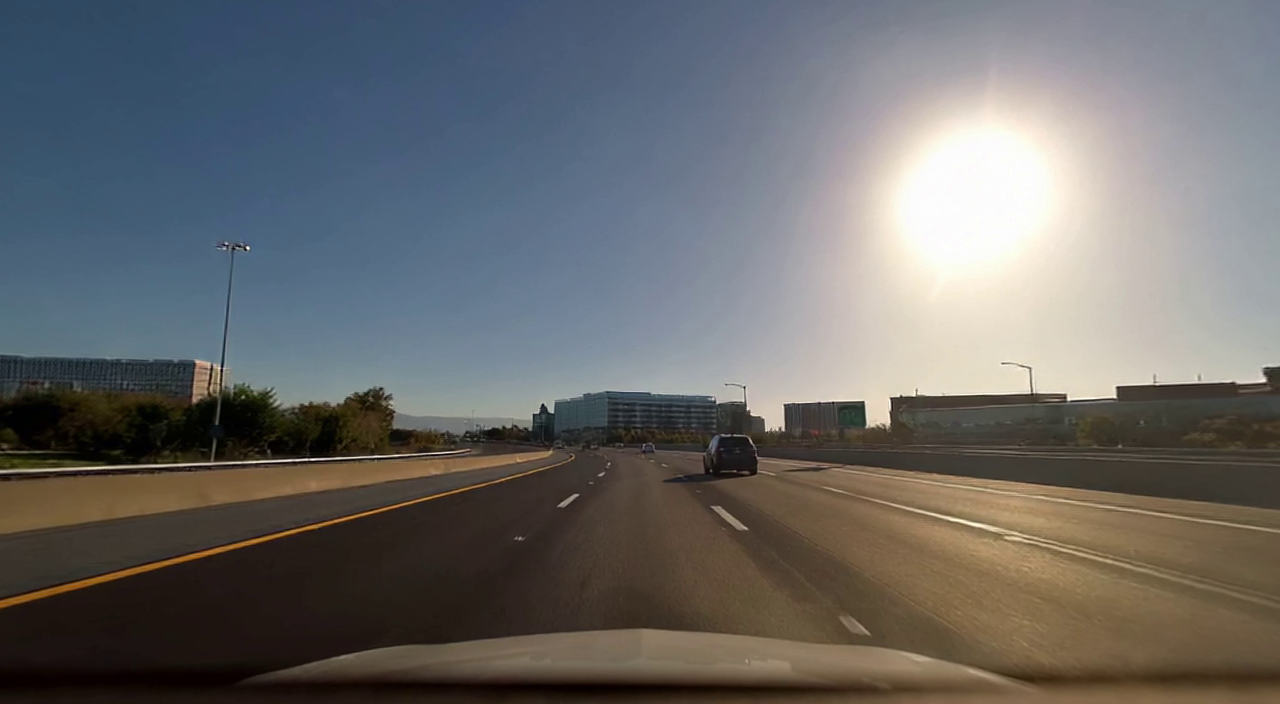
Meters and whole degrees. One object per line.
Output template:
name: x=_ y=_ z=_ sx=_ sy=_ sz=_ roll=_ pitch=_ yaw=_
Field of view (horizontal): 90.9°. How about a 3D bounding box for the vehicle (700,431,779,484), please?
vehicle: x=3.453 y=3.754 z=22.786 sx=2.059 sy=1.715 sz=4.192 roll=0 pitch=-8 yaw=-1
